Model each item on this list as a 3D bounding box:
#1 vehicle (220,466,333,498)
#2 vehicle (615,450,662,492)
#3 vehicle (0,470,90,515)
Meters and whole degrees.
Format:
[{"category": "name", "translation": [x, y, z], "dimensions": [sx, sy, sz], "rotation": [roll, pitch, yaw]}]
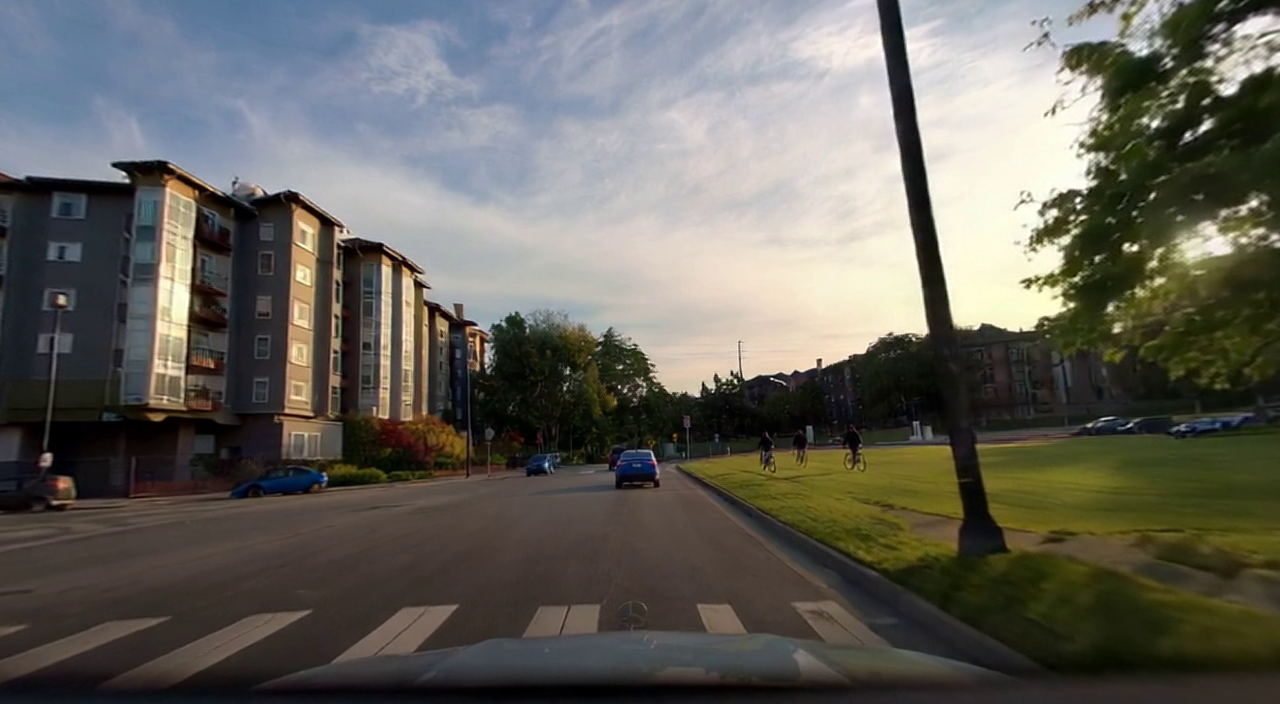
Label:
[{"category": "vehicle", "translation": [-18.882, 6.718, 32.867], "dimensions": [2.116, 1.409, 4.607], "rotation": [-9, -12, 43]}, {"category": "vehicle", "translation": [-0.057, 4.182, 22.248], "dimensions": [1.559, 1.351, 2.452], "rotation": [-1, -10, 0]}, {"category": "vehicle", "translation": [-25.515, 5.748, 25.898], "dimensions": [2.038, 1.618, 4.086], "rotation": [-9, -12, 43]}]
